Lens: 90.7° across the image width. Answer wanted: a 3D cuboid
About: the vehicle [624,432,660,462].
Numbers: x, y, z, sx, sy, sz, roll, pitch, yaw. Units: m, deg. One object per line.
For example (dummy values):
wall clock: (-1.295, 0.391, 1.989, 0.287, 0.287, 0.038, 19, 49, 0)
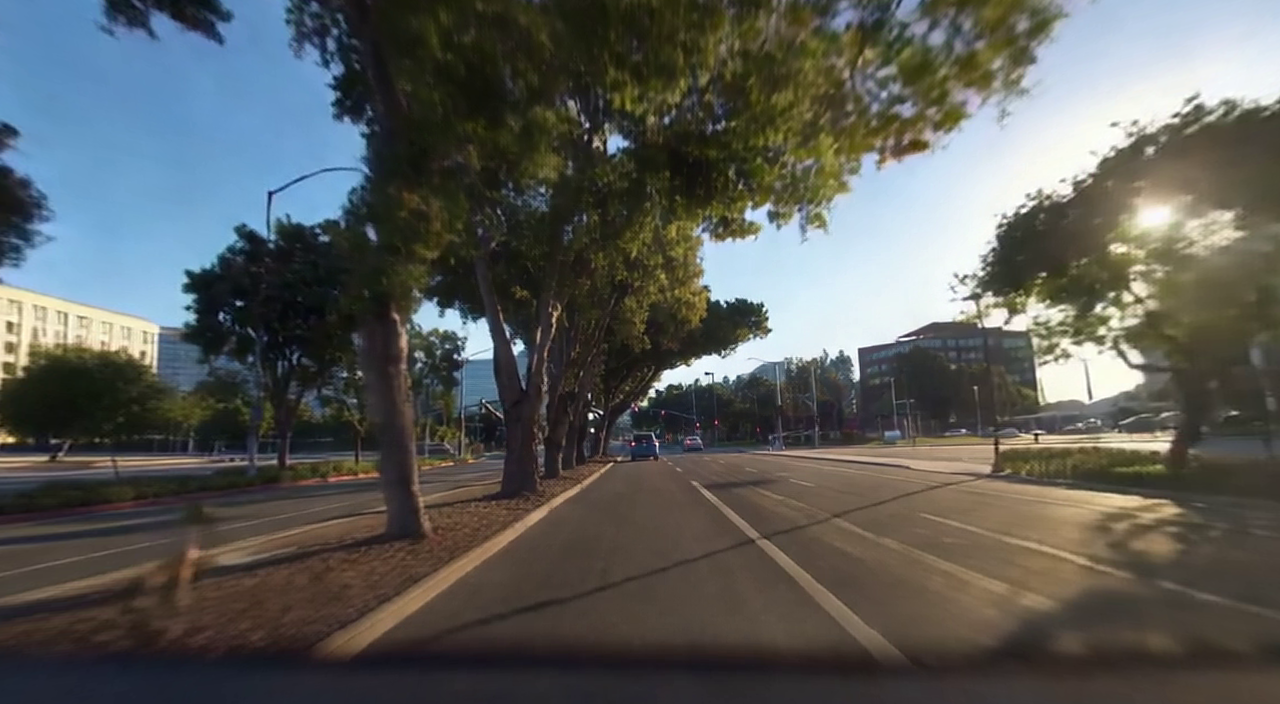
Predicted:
vehicle: (0.133, 6.481, 43.091, 2.267, 1.926, 4.708, 0, -9, 0)
